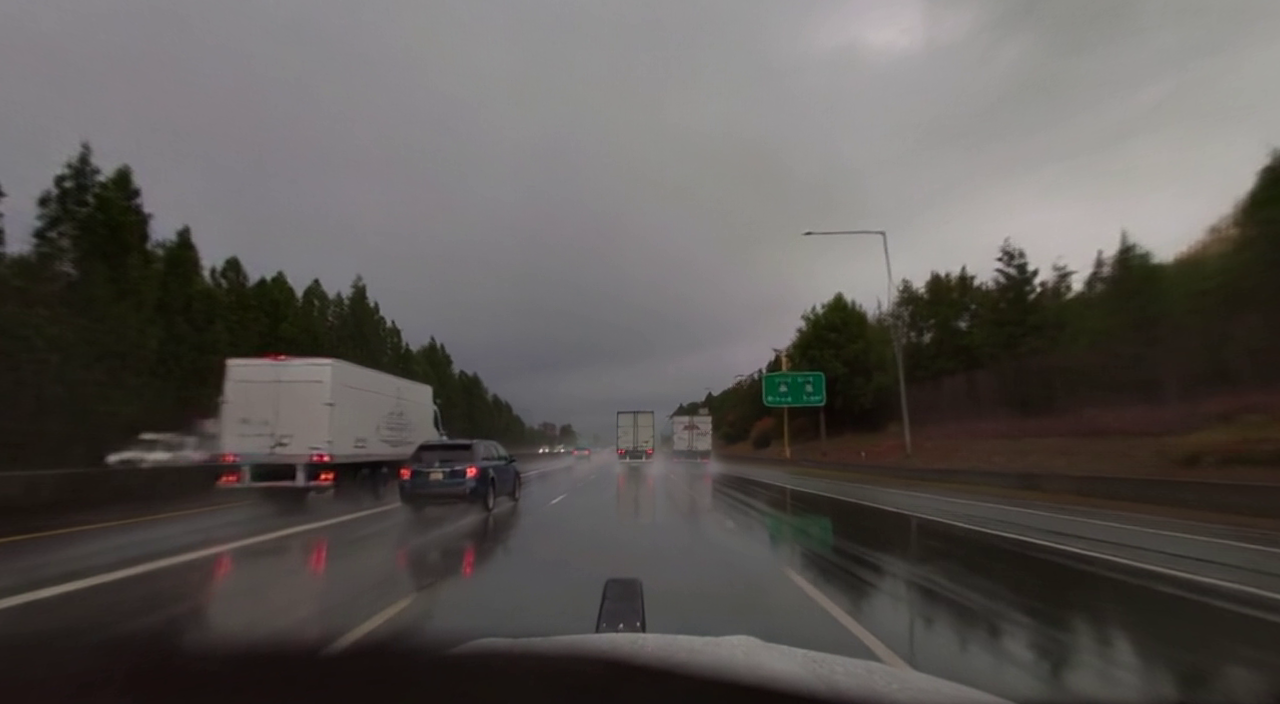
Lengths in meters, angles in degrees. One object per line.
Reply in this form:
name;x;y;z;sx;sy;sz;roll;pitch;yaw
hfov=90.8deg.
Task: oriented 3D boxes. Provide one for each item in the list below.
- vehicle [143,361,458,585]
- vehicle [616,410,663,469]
vehicle;-3.905;1.463;8.126;2.033;2.234;3.490;0;-9;0
vehicle;-0.031;6.850;48.974;3.201;4.019;10.918;0;-9;0
